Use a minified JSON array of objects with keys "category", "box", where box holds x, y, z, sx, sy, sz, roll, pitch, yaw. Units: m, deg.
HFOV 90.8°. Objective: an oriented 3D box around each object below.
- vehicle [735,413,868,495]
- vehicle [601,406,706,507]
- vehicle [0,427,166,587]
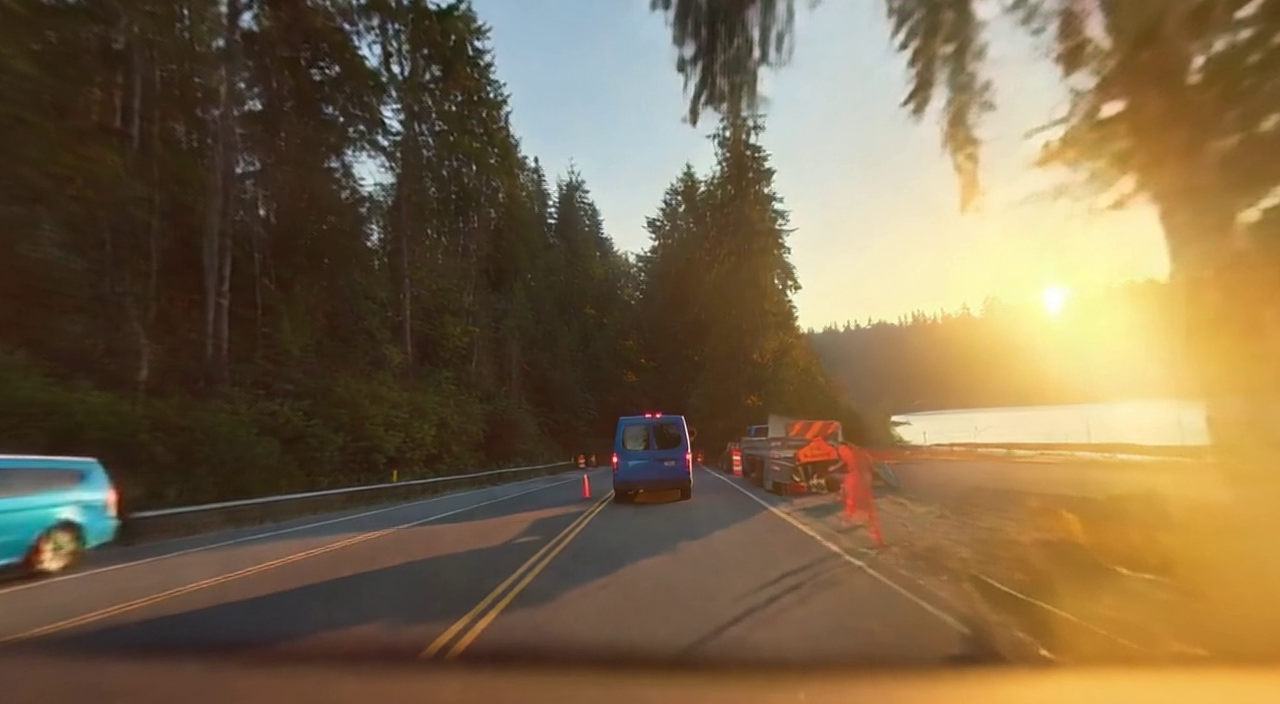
[{"category":"vehicle","box":[4.591,3.114,19.660,2.833,2.033,7.668,-1,-8,6]},{"category":"vehicle","box":[0.504,2.711,16.707,2.362,2.247,4.892,-1,-8,5]},{"category":"vehicle","box":[-8.381,1.698,6.691,2.055,1.809,5.906,0,-8,1]}]
